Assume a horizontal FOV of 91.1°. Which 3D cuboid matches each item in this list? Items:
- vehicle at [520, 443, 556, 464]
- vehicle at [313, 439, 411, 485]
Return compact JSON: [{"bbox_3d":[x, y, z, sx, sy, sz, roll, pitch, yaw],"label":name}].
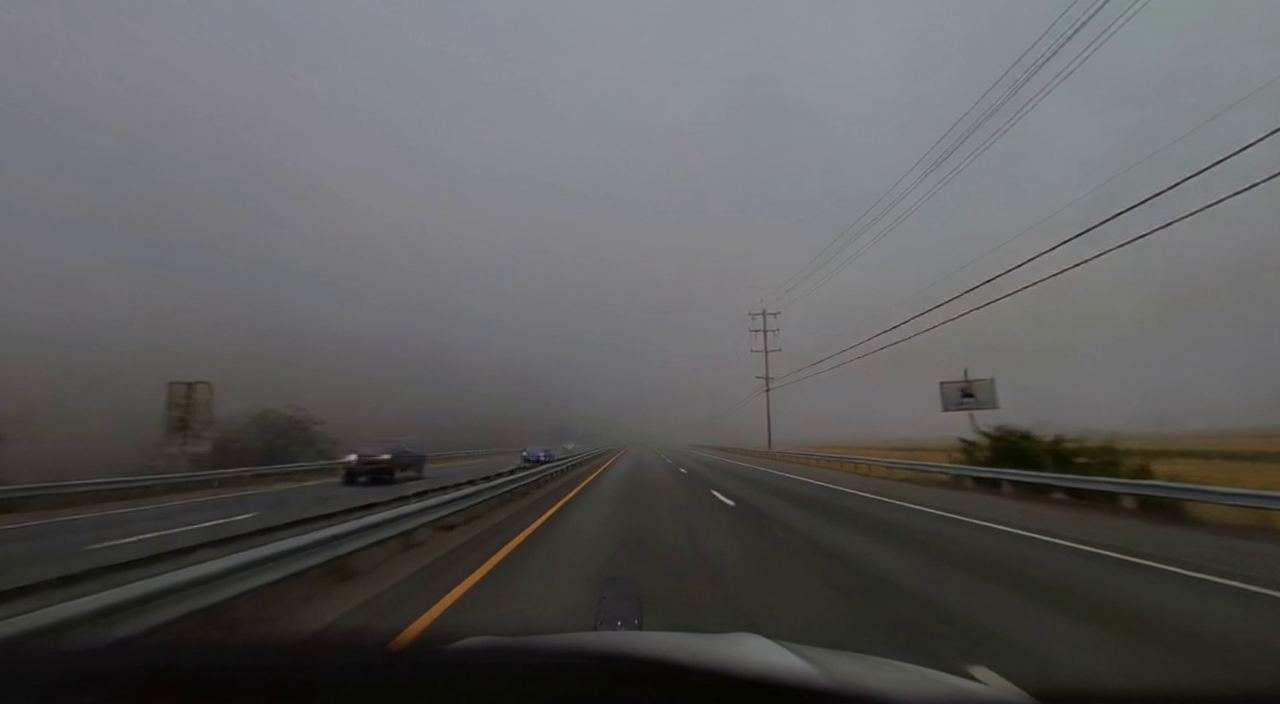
[{"bbox_3d":[-7.289,7.285,45.338,1.936,1.430,3.777,0,-8,1],"label":"vehicle"},{"bbox_3d":[-11.059,4.381,25.316,1.980,1.672,4.199,0,-8,0],"label":"vehicle"}]
